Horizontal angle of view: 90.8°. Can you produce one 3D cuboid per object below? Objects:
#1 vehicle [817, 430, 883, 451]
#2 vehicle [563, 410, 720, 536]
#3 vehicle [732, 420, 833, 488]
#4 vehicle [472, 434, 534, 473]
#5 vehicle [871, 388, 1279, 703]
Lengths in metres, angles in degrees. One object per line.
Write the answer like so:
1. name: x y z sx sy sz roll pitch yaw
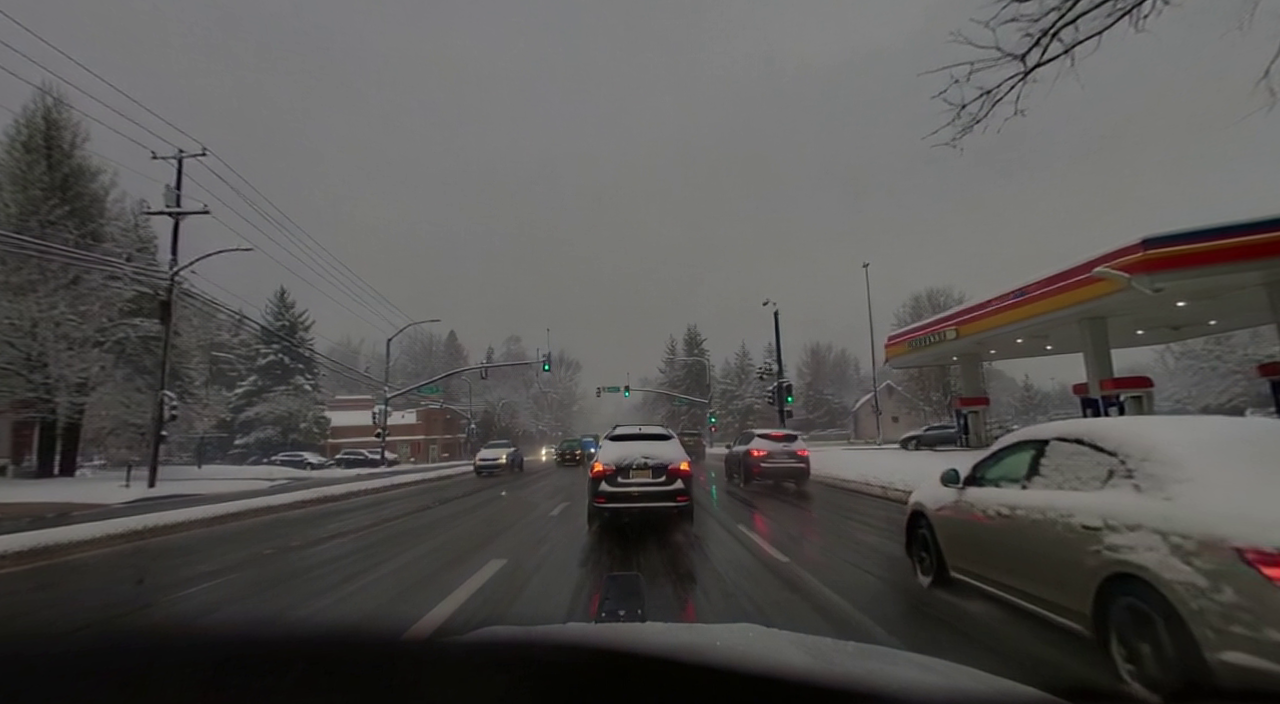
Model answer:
1. vehicle: 16.526 7.025 49.945 4.715 1.582 1.884 -2 -9 11
2. vehicle: -0.039 1.960 10.742 2.164 1.718 3.881 0 -8 -2
3. vehicle: 4.177 3.110 19.489 2.116 1.791 5.006 -1 -8 2
4. vehicle: -6.400 4.802 30.124 1.994 1.695 4.471 0 -8 -1
5. vehicle: 3.346 1.146 4.226 1.904 1.472 4.358 0 -8 -1
